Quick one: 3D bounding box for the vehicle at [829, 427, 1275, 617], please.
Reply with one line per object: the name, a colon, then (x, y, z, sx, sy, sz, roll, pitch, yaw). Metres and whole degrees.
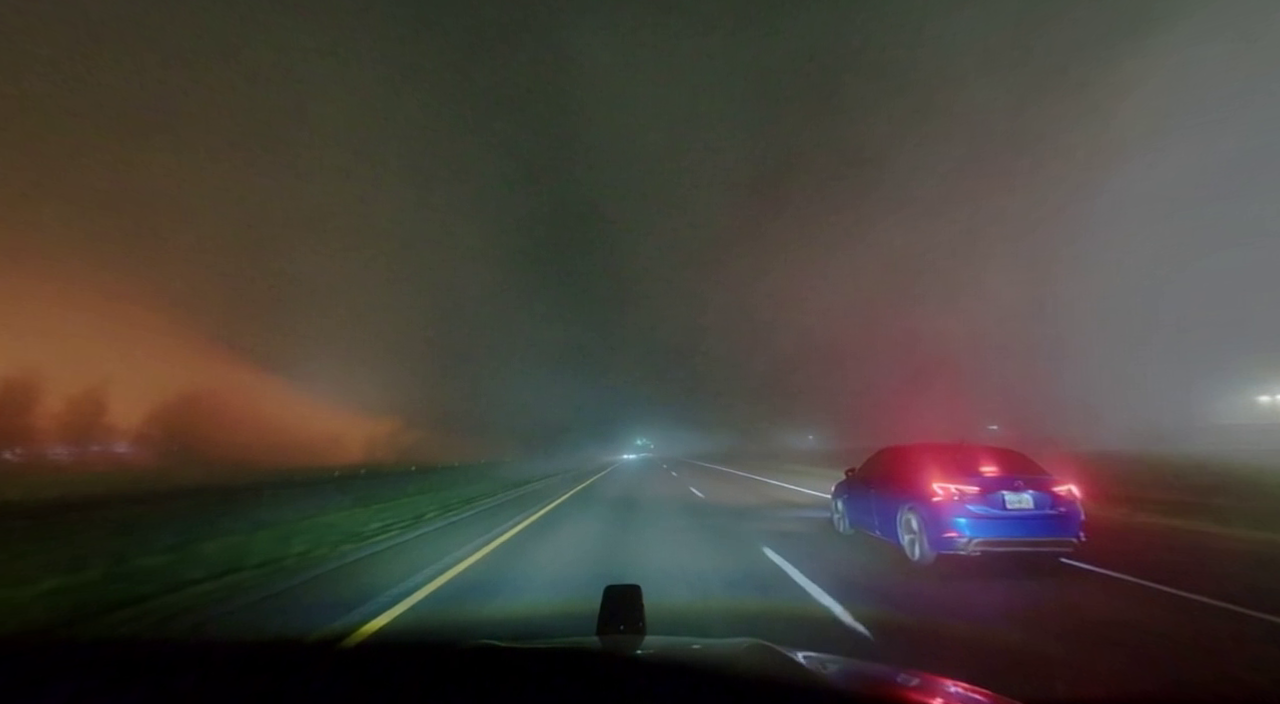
vehicle: (4.028, 1.724, 7.512, 2.053, 1.490, 4.799, 0, -8, 0)
